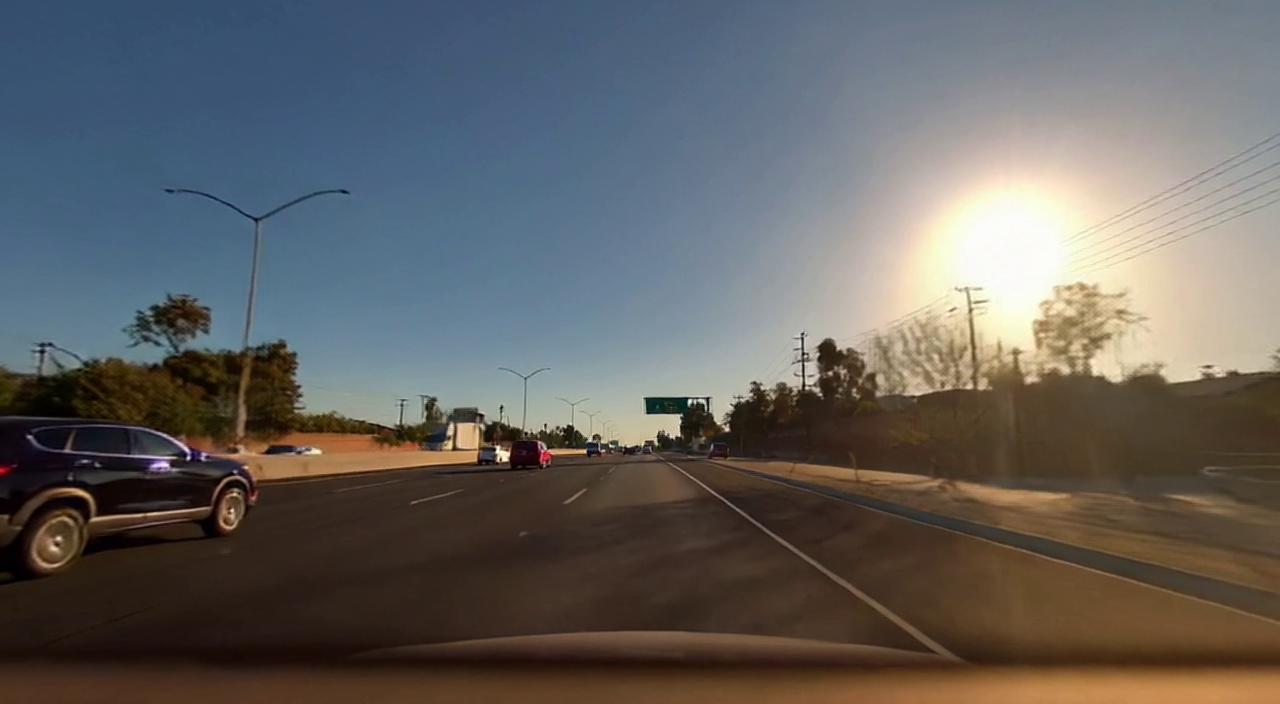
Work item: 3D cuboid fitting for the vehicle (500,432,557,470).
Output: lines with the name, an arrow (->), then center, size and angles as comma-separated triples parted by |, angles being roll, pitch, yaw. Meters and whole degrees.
vehicle -> -6.119, 5.535, 35.237 | 2.255, 1.934, 4.868 | 0, -9, 0

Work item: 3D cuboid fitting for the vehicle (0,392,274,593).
vehicle -> -6.484, 1.434, 6.957 | 2.058, 1.698, 4.567 | 0, -9, 1

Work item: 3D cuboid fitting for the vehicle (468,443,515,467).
vehicle -> -9.837, 6.828, 42.043 | 2.042, 1.485, 4.395 | 0, -9, 1

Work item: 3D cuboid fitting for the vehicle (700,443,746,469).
vehicle -> 5.219, 6.599, 40.270 | 2.251, 1.520, 4.550 | 1, -9, -1

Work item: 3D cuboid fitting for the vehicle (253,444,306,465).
vehicle -> -25.745, 7.303, 45.073 | 1.568, 1.433, 3.591 | 1, -9, 1
